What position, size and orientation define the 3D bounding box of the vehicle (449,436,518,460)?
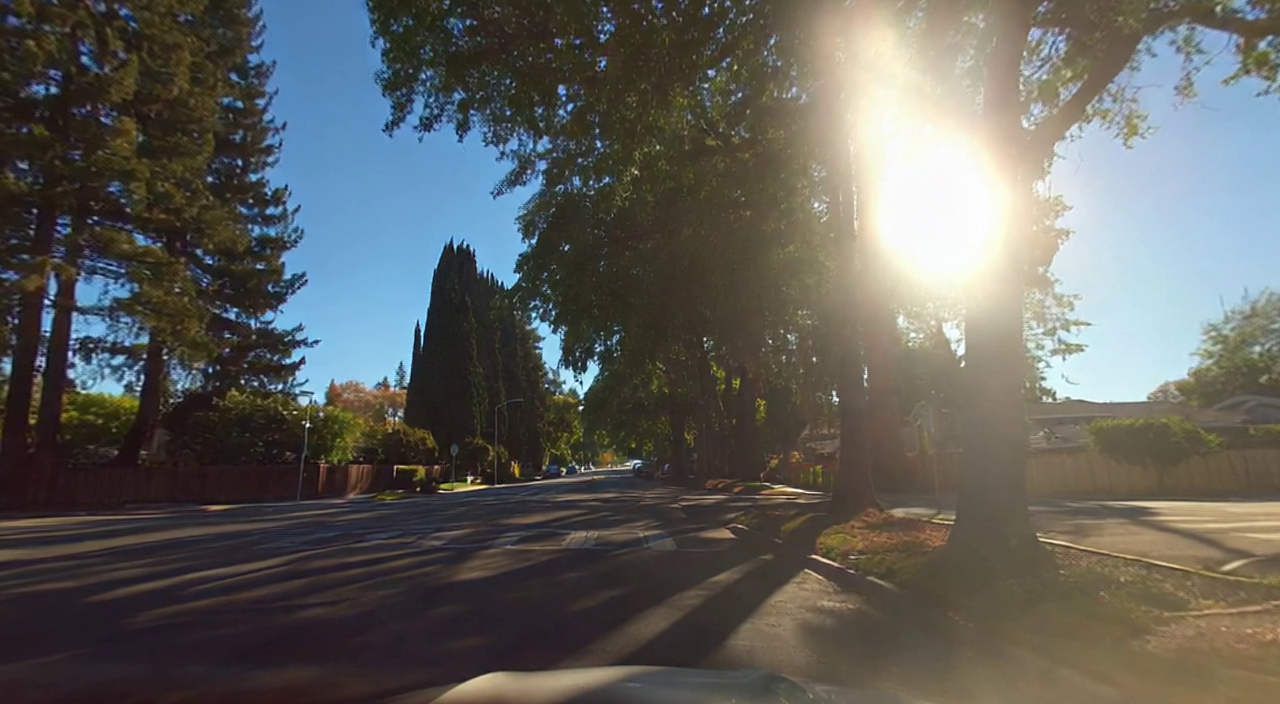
[{"bbox_3d":[-11.670,7.194,47.251,4.622,1.782,1.836,0,-8,1],"label":"vehicle"}]
